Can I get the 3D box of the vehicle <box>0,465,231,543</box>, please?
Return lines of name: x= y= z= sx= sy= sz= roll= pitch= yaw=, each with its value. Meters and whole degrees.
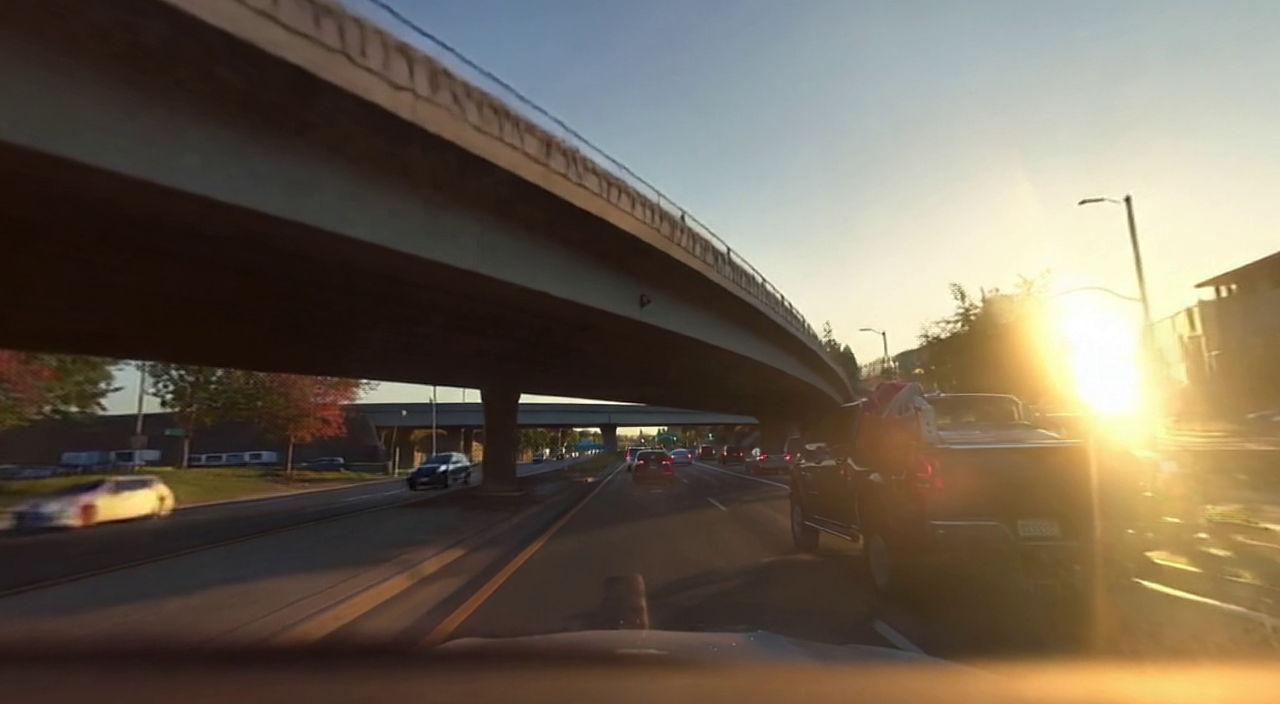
vehicle: x=-12.196 y=3.509 z=15.177 sx=1.798 sy=1.434 sz=4.356 roll=-1 pitch=-9 yaw=0

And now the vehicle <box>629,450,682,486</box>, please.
vehicle: x=0.620 y=4.799 z=26.364 sx=2.027 sy=1.341 sz=3.775 roll=0 pitch=-9 yaw=1

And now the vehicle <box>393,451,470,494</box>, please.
vehicle: x=-8.722 y=5.036 z=26.766 sx=1.897 sy=1.663 sz=3.838 roll=0 pitch=-9 yaw=0

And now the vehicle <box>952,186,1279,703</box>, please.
vehicle: x=3.558 y=0.552 z=2.010 sx=2.588 sy=2.321 sz=4.927 roll=0 pitch=-9 yaw=1
